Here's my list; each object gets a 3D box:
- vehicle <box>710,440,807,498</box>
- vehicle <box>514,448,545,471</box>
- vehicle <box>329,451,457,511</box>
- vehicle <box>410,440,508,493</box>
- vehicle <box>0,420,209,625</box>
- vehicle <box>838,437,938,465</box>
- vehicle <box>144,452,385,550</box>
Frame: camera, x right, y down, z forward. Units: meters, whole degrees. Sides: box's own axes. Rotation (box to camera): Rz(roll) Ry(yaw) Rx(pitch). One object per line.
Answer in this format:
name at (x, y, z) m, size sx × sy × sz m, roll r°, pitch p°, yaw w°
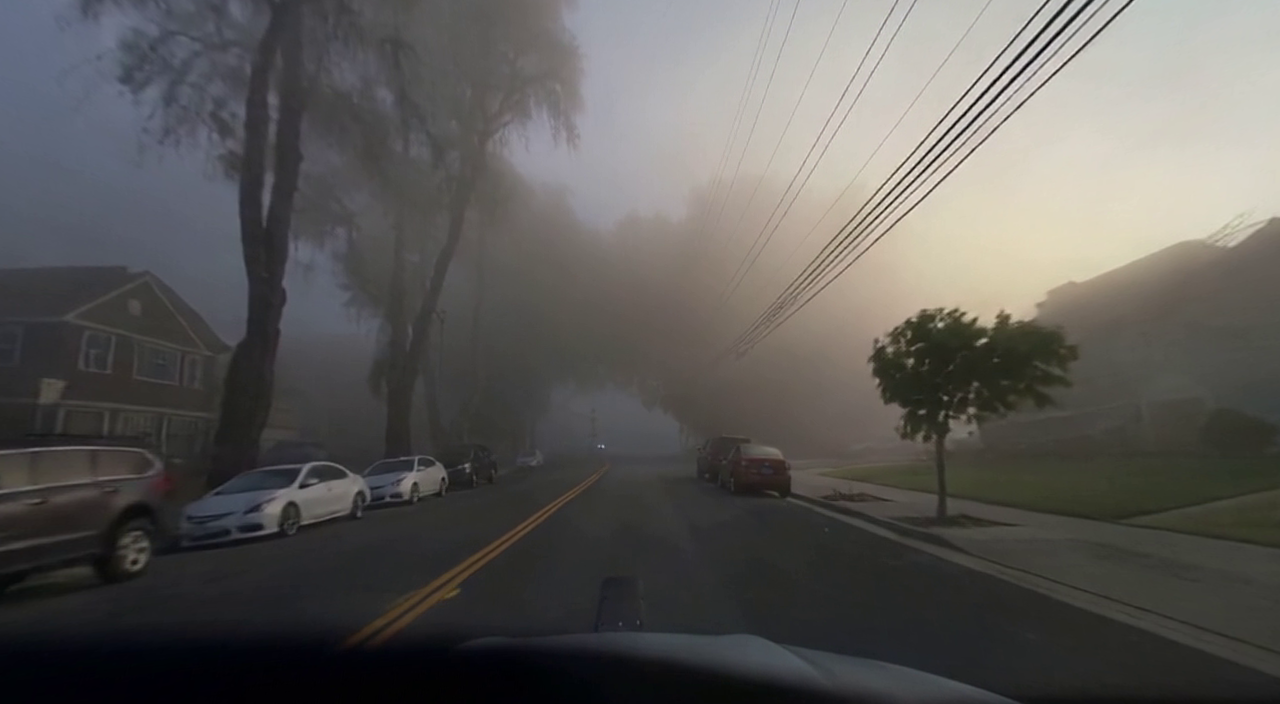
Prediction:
vehicle at (3.288, 3.342, 18.479) m, size 1.869 × 1.453 × 4.237 m, roll 0°, pitch -8°, yaw -2°
vehicle at (-7.699, 7.500, 44.237) m, size 1.902 × 1.456 × 4.451 m, roll 1°, pitch -9°, yaw -7°
vehicle at (-6.885, 3.604, 18.209) m, size 1.854 × 1.460 × 4.582 m, roll 0°, pitch -8°, yaw -1°
vehicle at (-6.806, 4.350, 24.475) m, size 2.151 × 1.789 × 5.482 m, roll 0°, pitch -8°, yaw 0°
vehicle at (-6.738, 1.620, 6.241) m, size 1.963 × 1.820 × 4.297 m, roll 0°, pitch -8°, yaw -2°
vehicle at (16.122, 6.464, 41.278) m, size 5.662 × 1.761 × 2.050 m, roll 0°, pitch -8°, yaw 0°
vehicle at (-6.853, 2.713, 12.285) m, size 1.860 × 1.469 × 4.573 m, roll 0°, pitch -8°, yaw 0°
